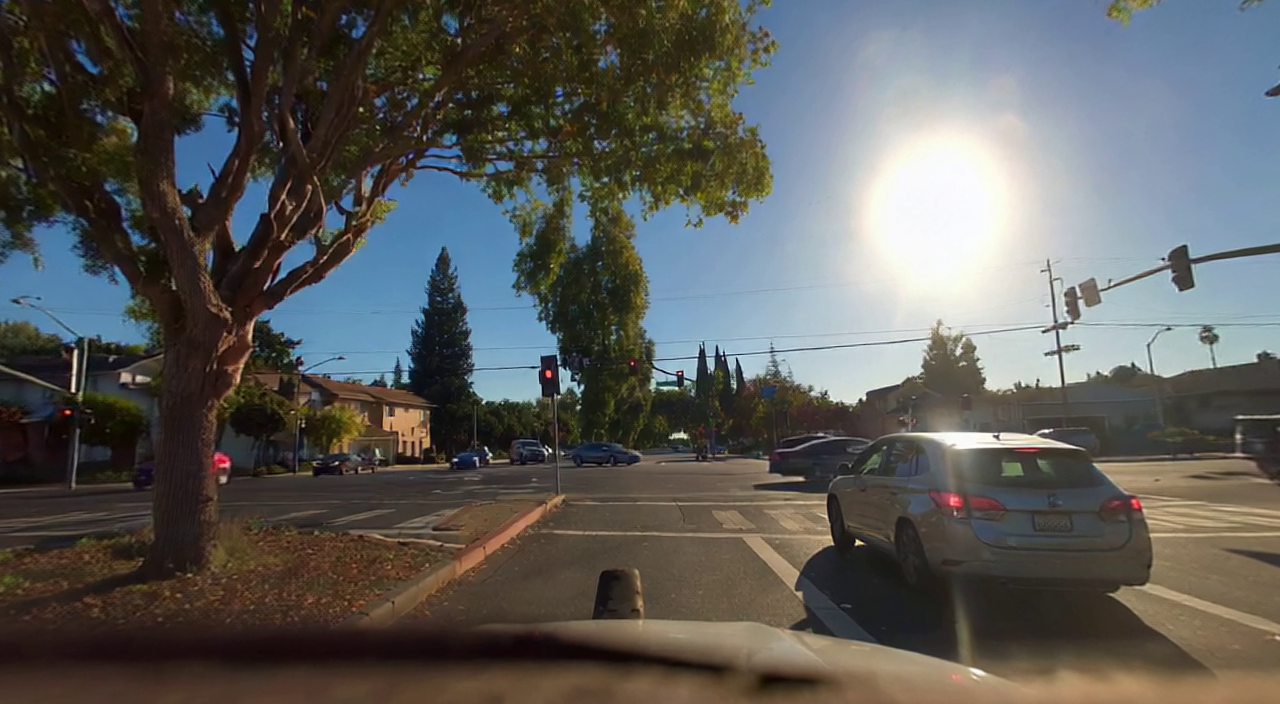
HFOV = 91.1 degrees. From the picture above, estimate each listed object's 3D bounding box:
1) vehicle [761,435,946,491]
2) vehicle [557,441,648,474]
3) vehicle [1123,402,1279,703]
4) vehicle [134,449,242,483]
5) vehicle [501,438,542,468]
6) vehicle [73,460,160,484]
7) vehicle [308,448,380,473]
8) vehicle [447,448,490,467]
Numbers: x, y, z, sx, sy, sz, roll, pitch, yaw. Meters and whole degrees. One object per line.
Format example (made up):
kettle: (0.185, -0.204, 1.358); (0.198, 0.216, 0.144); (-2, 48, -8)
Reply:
vehicle: (6.066, 3.139, 18.088); (4.719, 1.449, 2.026); (-3, -9, 21)
vehicle: (-1.973, 5.224, 31.417); (2.006, 1.515, 5.017); (7, -11, -39)
vehicle: (3.095, 0.655, 0.420); (1.990, 1.454, 4.490); (0, -8, 1)
vehicle: (-21.694, 5.456, 30.423); (1.853, 1.456, 4.531); (0, -8, 0)
vehicle: (-7.792, 6.545, 40.857); (2.276, 1.842, 4.958); (2, -9, -14)
vehicle: (-33.010, 7.515, 39.633); (1.648, 1.330, 3.857); (-7, -11, 39)
vehicle: (-18.385, 6.749, 39.299); (2.203, 1.471, 4.723); (0, -8, 0)
vehicle: (-12.679, 7.787, 46.642); (1.921, 1.304, 4.050); (0, -8, 1)
